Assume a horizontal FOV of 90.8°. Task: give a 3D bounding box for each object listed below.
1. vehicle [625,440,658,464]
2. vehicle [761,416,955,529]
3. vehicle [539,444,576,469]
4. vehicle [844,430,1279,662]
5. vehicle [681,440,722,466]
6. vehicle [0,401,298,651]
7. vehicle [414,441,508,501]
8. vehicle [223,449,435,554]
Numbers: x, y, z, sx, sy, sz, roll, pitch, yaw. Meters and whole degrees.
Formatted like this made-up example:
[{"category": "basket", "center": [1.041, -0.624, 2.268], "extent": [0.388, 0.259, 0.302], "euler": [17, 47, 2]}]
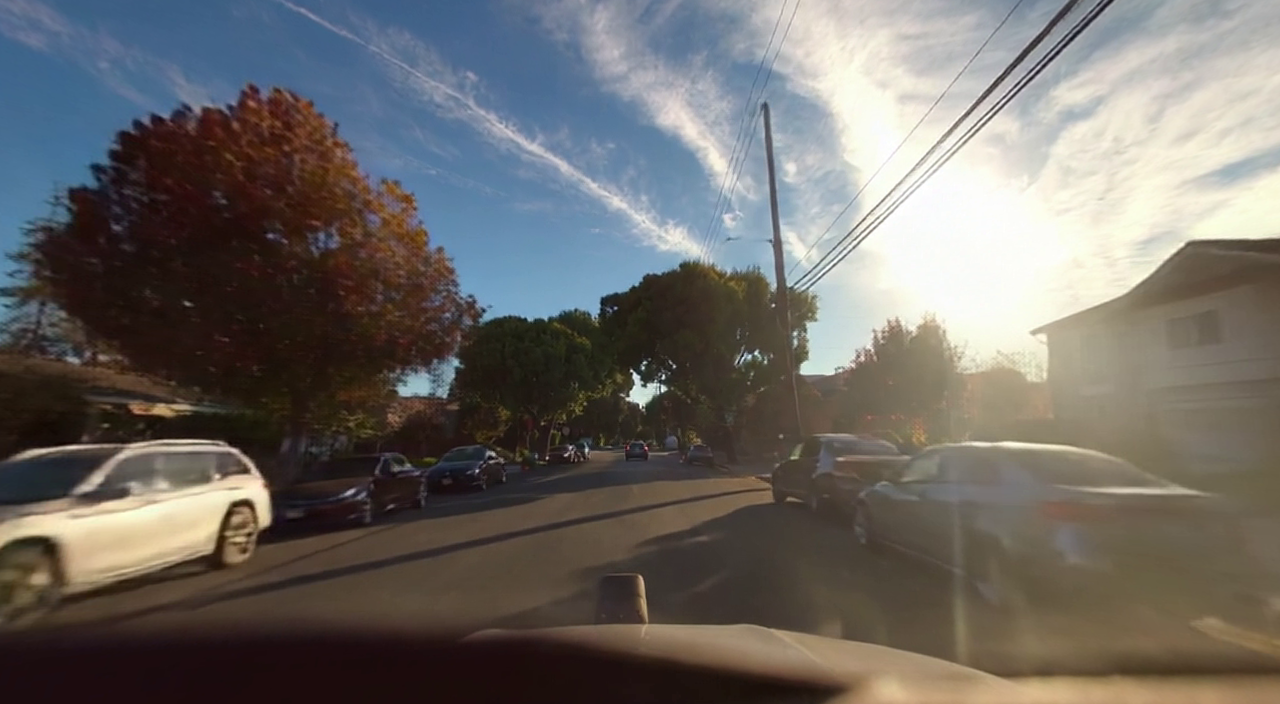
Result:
[{"category": "vehicle", "center": [0.067, 6.681, 42.429], "extent": [2.062, 1.509, 4.305], "euler": [0, -8, -1]}, {"category": "vehicle", "center": [3.804, 2.193, 12.040], "extent": [2.108, 1.719, 4.339], "euler": [0, -8, 0]}, {"category": "vehicle", "center": [-6.050, 7.685, 46.890], "extent": [2.094, 1.433, 5.740], "euler": [-4, -7, -2]}, {"category": "vehicle", "center": [3.699, 1.545, 6.302], "extent": [1.789, 1.435, 4.499], "euler": [0, -8, 0]}, {"category": "vehicle", "center": [3.961, 6.586, 41.379], "extent": [2.144, 1.572, 5.026], "euler": [0, -8, 0]}, {"category": "vehicle", "center": [-5.840, 1.563, 6.436], "extent": [2.115, 1.820, 5.002], "euler": [-3, -7, -2]}, {"category": "vehicle", "center": [-6.034, 3.999, 21.898], "extent": [1.769, 1.572, 4.990], "euler": [-4, -6, 0]}, {"category": "vehicle", "center": [-6.031, 2.895, 13.106], "extent": [1.930, 1.456, 4.965], "euler": [-3, -7, 0]}]
